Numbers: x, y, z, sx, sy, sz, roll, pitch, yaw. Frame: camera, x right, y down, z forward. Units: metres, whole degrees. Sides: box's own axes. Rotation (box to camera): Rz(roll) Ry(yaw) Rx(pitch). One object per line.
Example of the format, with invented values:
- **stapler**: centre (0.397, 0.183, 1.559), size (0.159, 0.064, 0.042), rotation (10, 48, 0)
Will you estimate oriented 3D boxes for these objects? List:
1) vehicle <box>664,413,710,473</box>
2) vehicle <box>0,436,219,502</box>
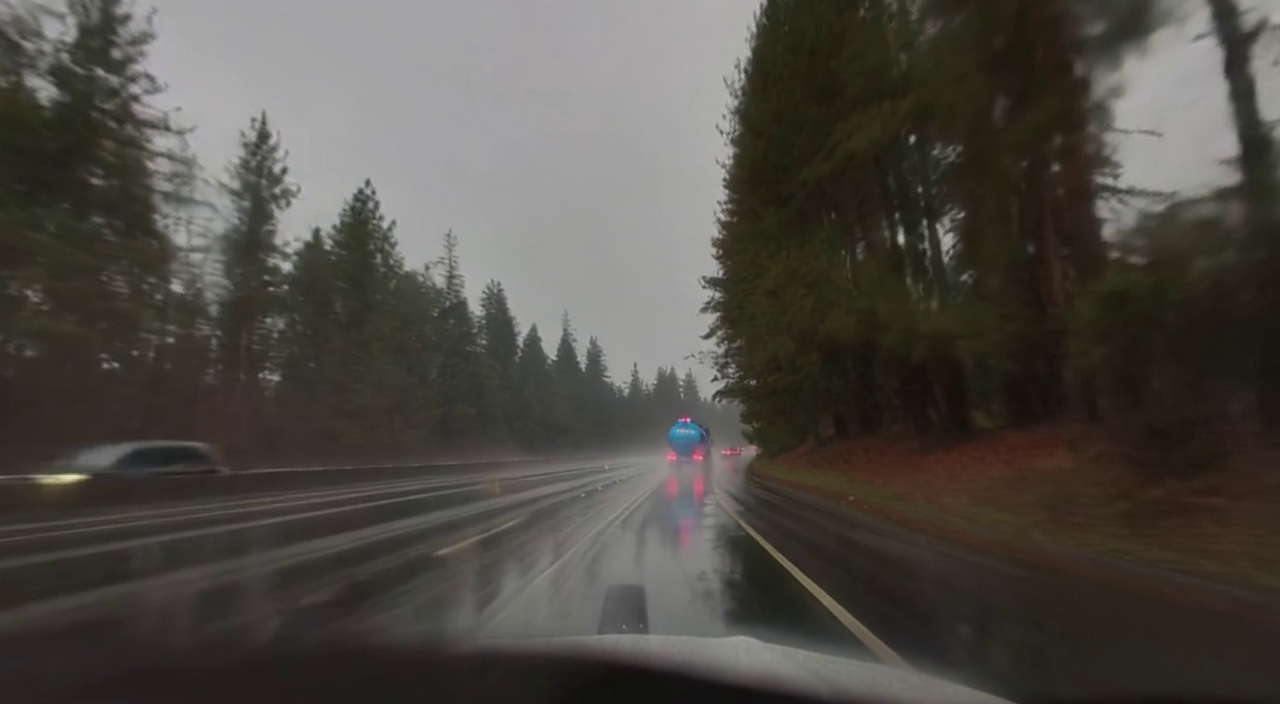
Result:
- **vehicle**: centre (3.632, 6.782, 46.851), size (2.907, 3.747, 13.318), rotation (0, -9, 6)
- **vehicle**: centre (-13.987, 3.043, 16.861), size (2.035, 1.503, 4.579), rotation (-1, -8, 5)
